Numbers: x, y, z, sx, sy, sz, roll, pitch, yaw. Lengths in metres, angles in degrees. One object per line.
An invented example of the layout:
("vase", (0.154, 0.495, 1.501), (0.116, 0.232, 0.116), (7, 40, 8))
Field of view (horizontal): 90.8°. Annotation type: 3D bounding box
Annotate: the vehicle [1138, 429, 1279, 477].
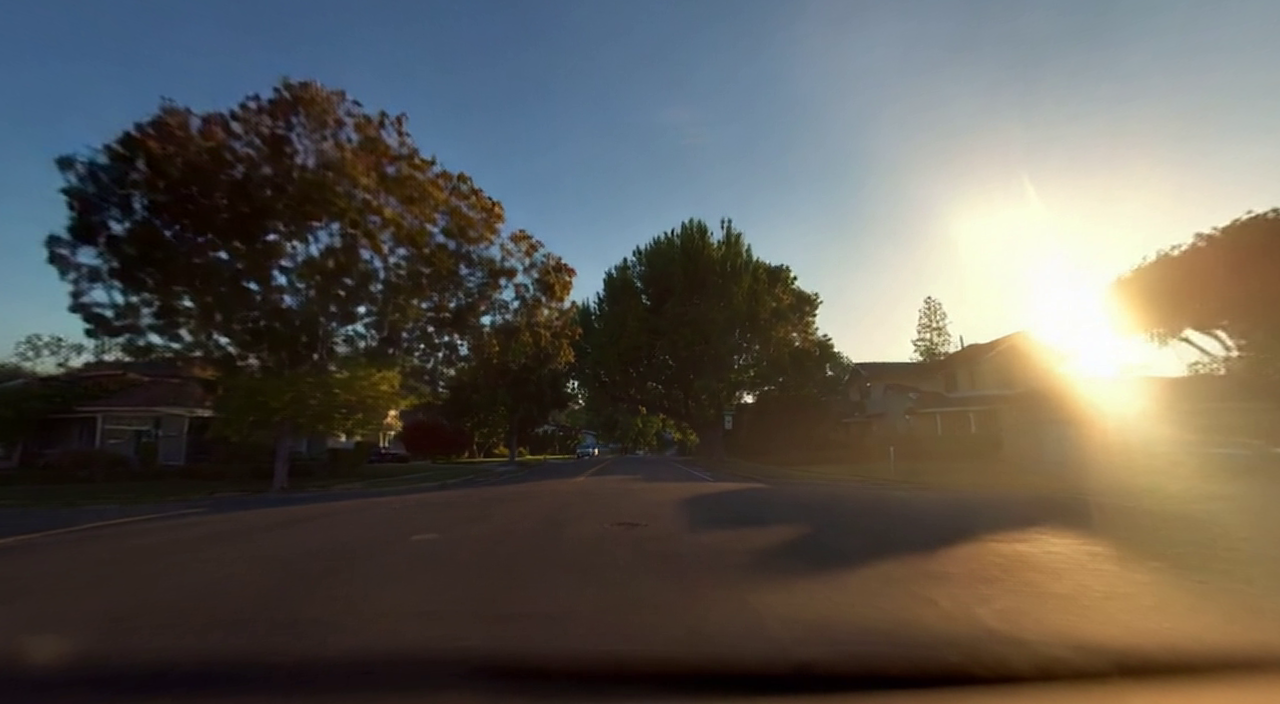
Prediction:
("vehicle", (23.095, 3.986, 25.509), (1.879, 1.584, 4.761), (1, -5, -5))
